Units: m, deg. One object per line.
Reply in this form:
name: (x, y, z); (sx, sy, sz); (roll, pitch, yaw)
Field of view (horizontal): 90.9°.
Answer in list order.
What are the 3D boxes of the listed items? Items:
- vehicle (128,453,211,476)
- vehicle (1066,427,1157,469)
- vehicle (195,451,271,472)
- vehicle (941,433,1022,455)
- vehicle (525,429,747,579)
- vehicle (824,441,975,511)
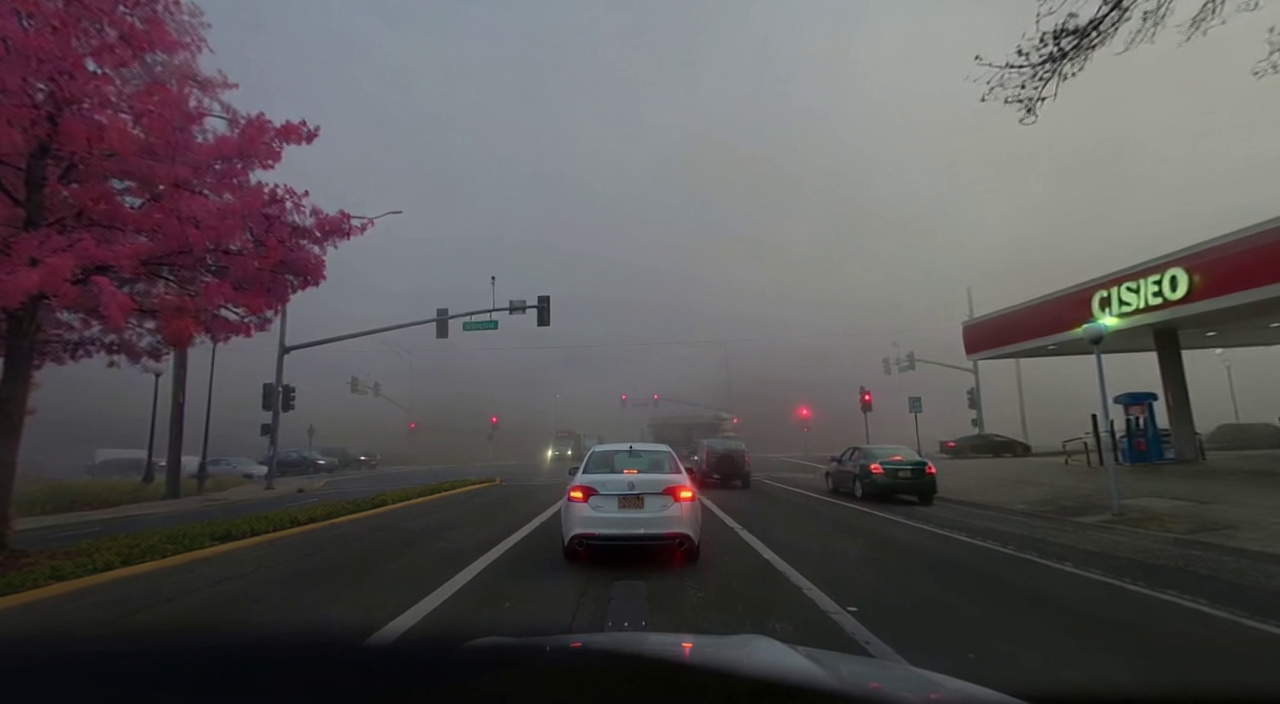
vehicle: (-32.935, 7.856, 44.149); (4.609, 1.465, 1.944); (-2, -8, 10)
vehicle: (18.547, 3.738, 24.707); (4.300, 1.495, 2.053); (8, -12, -44)
vehicle: (-30.144, 8.123, 46.755); (4.466, 1.438, 1.837); (-1, -8, 5)
vehicle: (23.712, 6.409, 43.891); (4.458, 1.510, 1.947); (-1, -8, 9)
vehicle: (-0.063, 1.822, 8.399); (2.213, 1.482, 4.057); (0, -8, -1)
vehicle: (6.334, 3.039, 16.041); (1.942, 1.511, 4.390); (0, -8, 0)
